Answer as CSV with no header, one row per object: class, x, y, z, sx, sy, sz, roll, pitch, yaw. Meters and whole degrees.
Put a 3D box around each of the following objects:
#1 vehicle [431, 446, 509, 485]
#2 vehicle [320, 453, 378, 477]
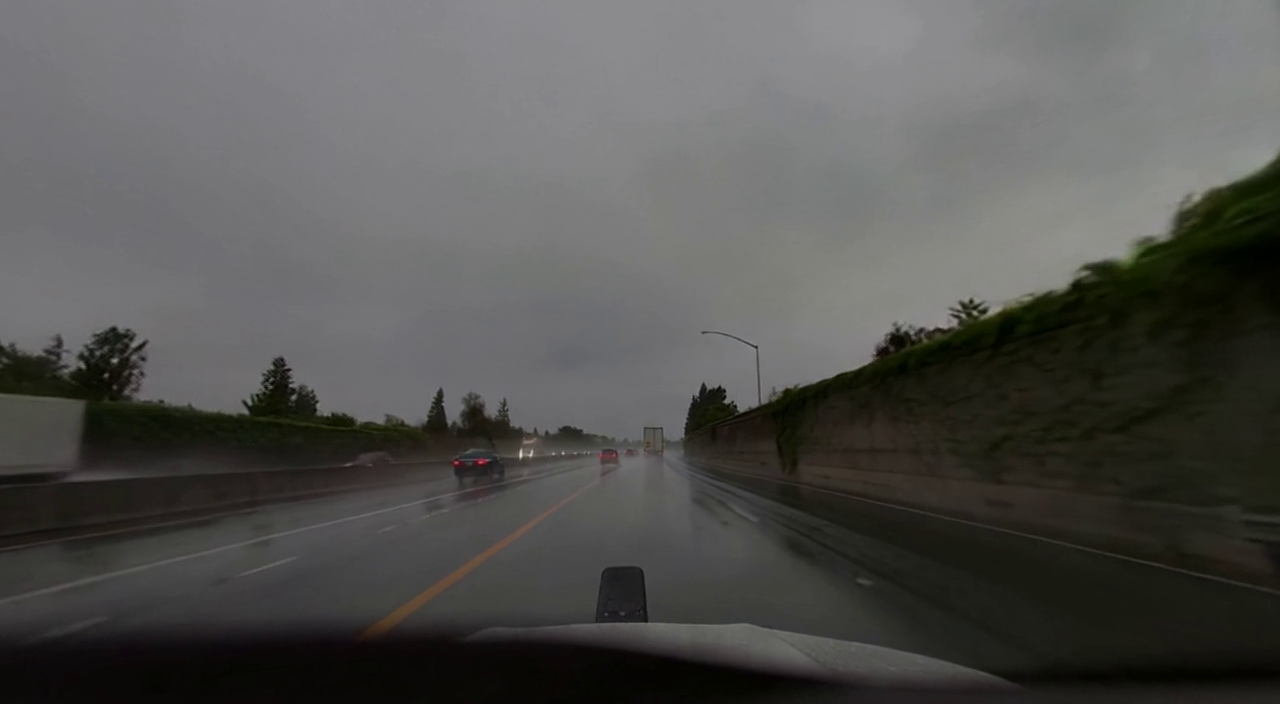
vehicle,-7.219,4.865,27.244,2.031,1.521,4.503,0,-9,1
vehicle,-19.173,7.461,41.675,1.842,1.464,3.956,0,-9,1
